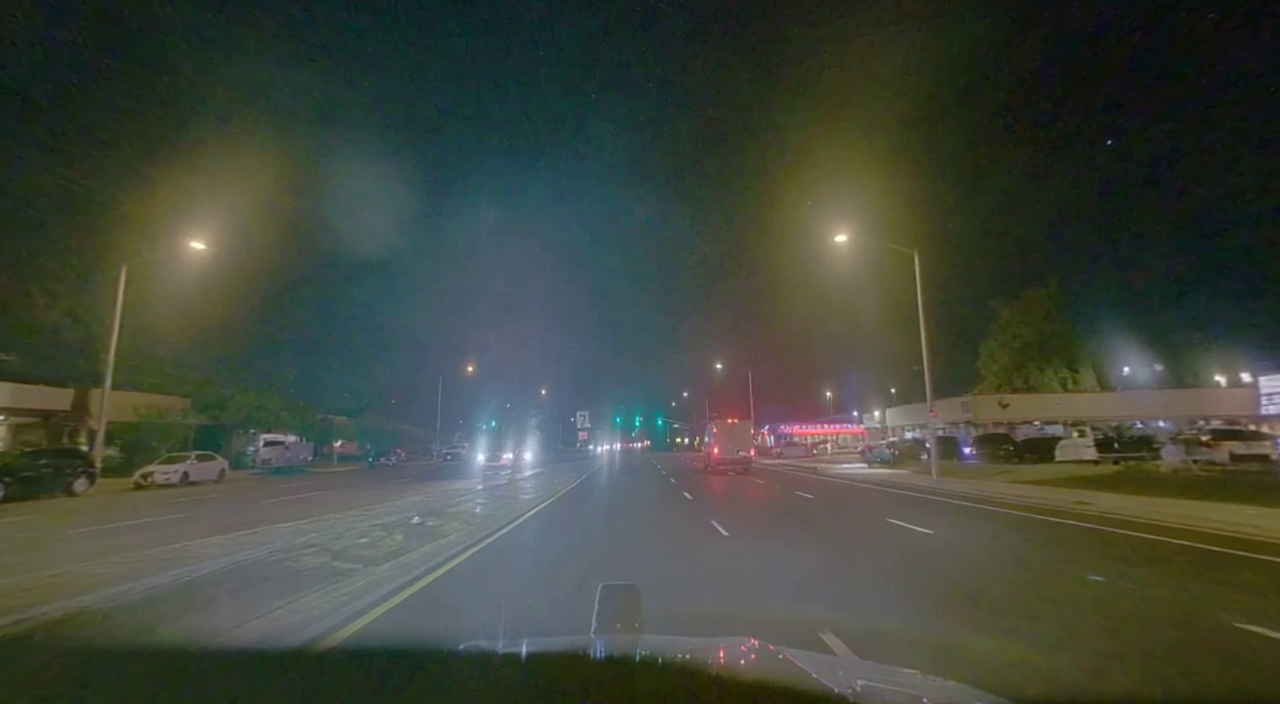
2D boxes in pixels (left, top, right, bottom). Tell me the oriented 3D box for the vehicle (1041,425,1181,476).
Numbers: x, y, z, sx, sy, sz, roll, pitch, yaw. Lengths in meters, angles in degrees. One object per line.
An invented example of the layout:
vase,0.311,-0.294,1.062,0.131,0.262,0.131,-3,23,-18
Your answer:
vehicle,17.122,3.623,23.214,1.931,1.699,4.307,0,-9,3

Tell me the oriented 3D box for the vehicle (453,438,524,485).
vehicle,-5.827,4.259,24.779,2.002,1.635,4.271,1,-9,-4

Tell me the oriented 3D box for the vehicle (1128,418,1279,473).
vehicle,20.175,3.299,22.397,2.020,1.727,4.526,-1,-8,1

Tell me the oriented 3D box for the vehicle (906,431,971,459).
vehicle,20.218,6.342,42.899,2.012,1.709,4.574,-1,-9,-2

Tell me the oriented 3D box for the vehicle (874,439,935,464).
vehicle,17.713,6.636,42.402,1.957,1.501,4.308,-2,-8,-3

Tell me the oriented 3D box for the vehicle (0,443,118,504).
vehicle,-18.833,3.611,19.047,2.009,1.692,4.708,0,-9,0

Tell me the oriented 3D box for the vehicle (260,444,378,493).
vehicle,-11.298,4.097,22.537,1.961,1.559,4.269,0,-9,0

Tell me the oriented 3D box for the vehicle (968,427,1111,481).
vehicle,14.575,3.751,23.389,2.158,1.736,4.713,-2,-8,0

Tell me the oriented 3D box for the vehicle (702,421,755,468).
vehicle,6.564,7.045,47.814,2.802,3.208,7.459,1,-9,-2

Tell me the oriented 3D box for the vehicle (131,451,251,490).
vehicle,-18.991,4.999,26.927,1.867,1.475,4.369,0,-9,1
